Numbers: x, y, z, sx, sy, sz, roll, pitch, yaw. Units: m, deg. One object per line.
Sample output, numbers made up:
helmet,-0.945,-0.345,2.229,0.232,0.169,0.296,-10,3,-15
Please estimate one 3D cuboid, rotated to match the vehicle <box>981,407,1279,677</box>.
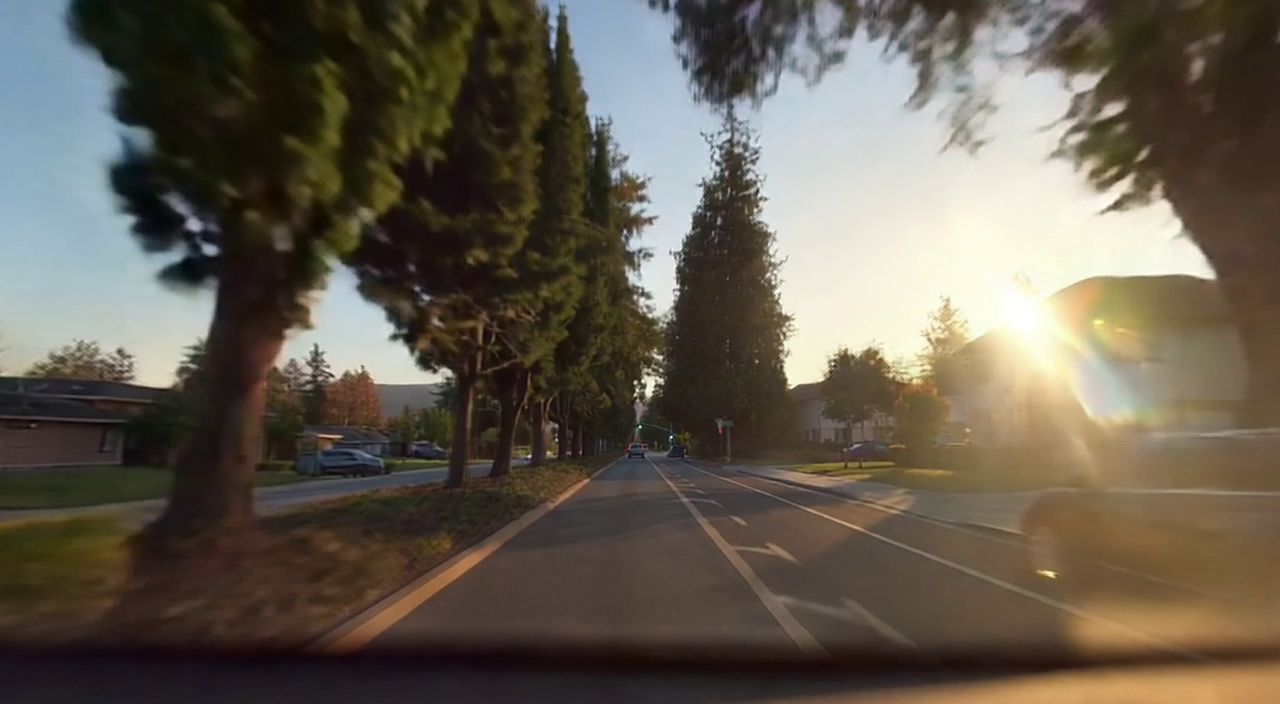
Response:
vehicle,4.884,1.297,4.768,1.967,1.631,4.692,0,-9,0
